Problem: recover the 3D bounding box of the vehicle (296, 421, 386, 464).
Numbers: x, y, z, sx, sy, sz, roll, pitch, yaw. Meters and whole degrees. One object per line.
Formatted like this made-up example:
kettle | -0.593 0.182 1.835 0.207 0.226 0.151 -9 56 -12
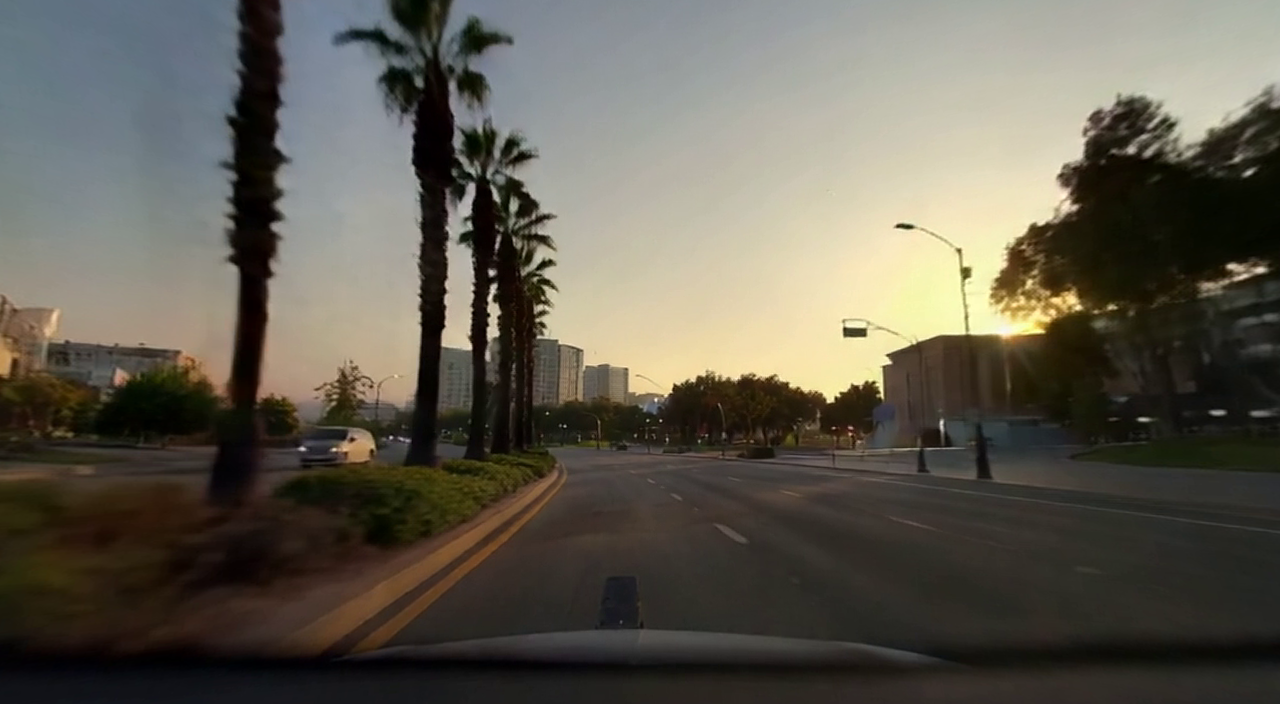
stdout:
vehicle | -13.491 4.167 28.919 2.111 1.793 4.783 0 -9 -5
